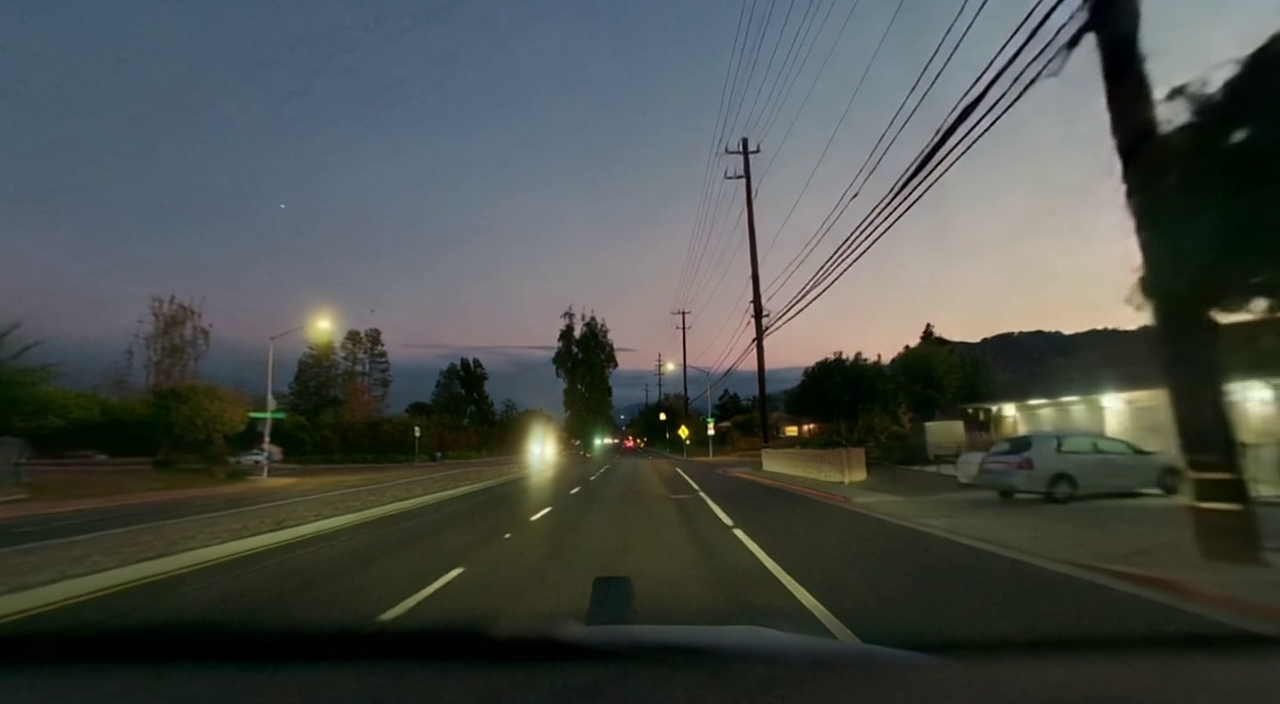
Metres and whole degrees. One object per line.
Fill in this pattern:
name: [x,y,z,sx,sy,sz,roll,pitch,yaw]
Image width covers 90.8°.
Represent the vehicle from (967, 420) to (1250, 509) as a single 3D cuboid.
vehicle: [9.586,2.310,13.201,4.387,1.680,1.958,0,-8,-4]
